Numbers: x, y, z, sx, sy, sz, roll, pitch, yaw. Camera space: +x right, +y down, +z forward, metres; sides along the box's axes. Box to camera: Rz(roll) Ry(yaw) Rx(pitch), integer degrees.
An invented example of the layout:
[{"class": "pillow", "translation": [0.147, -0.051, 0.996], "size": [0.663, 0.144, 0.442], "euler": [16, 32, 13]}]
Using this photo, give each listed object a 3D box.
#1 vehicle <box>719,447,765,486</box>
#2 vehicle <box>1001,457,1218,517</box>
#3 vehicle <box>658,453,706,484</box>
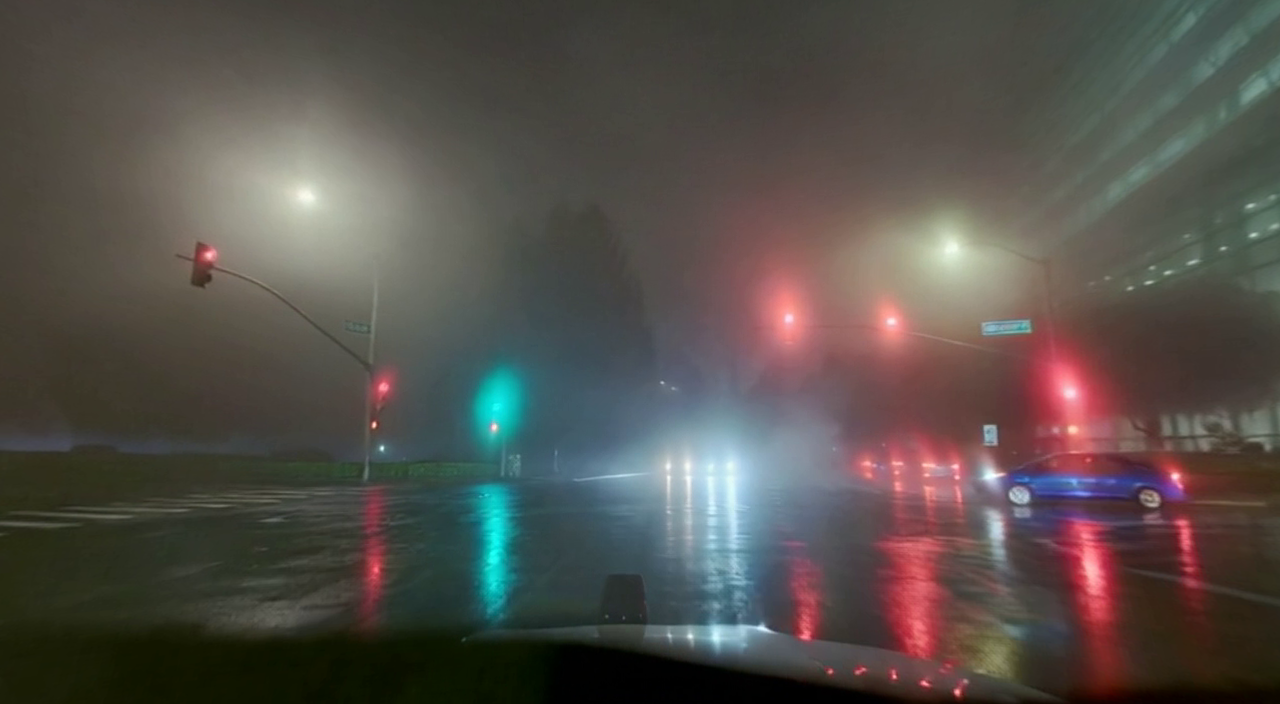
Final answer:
[{"class": "vehicle", "translation": [4.872, 5.452, 30.255], "size": [2.018, 1.699, 4.751], "euler": [-1, -9, 8]}, {"class": "vehicle", "translation": [14.186, 4.029, 19.264], "size": [1.971, 1.503, 4.896], "euler": [7, -11, -39]}, {"class": "vehicle", "translation": [2.368, 6.283, 34.243], "size": [2.068, 1.486, 4.664], "euler": [-2, -9, 10]}]
